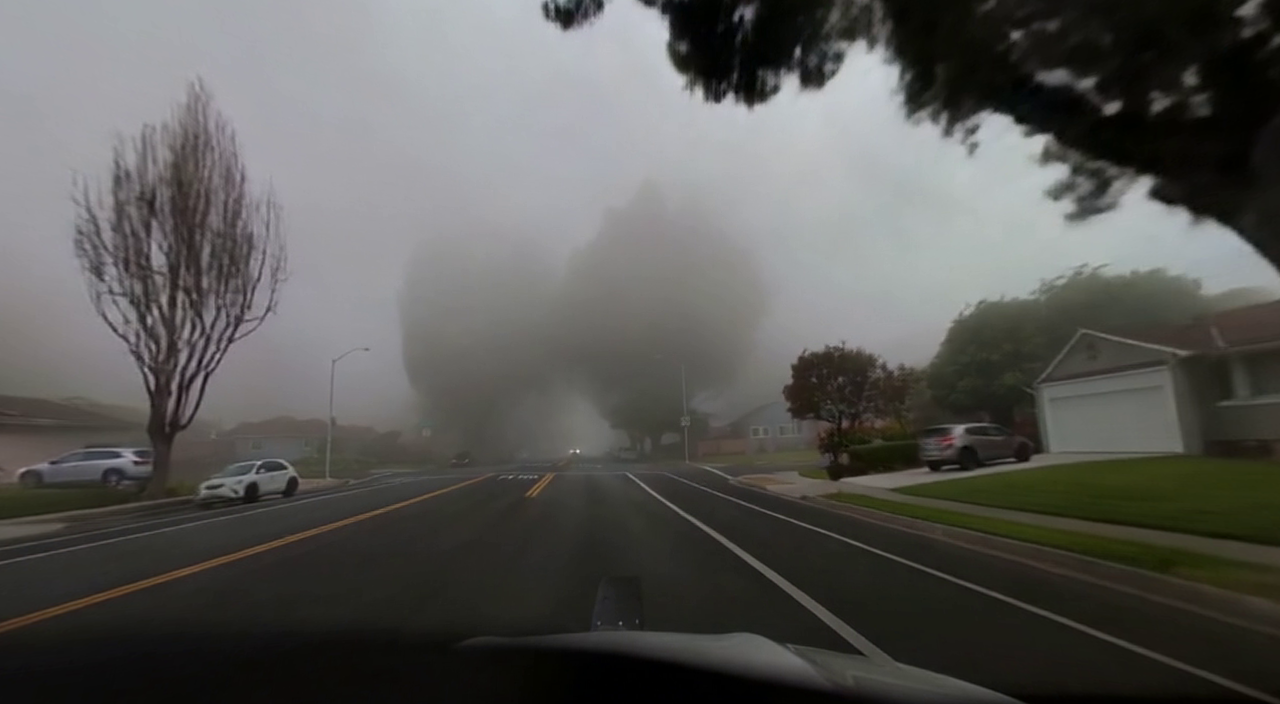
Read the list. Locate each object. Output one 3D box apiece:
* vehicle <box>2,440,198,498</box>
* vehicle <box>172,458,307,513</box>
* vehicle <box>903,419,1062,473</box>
[{"bbox_3d":[-20.821,4.511,24.575,5.560,1.892,2.099,-2,-9,-2],"label":"vehicle"},{"bbox_3d":[-12.802,4.238,20.555,1.870,1.451,4.140,0,-8,-4],"label":"vehicle"},{"bbox_3d":[11.150,3.065,20.679,4.216,1.634,1.999,2,-9,-15],"label":"vehicle"}]
